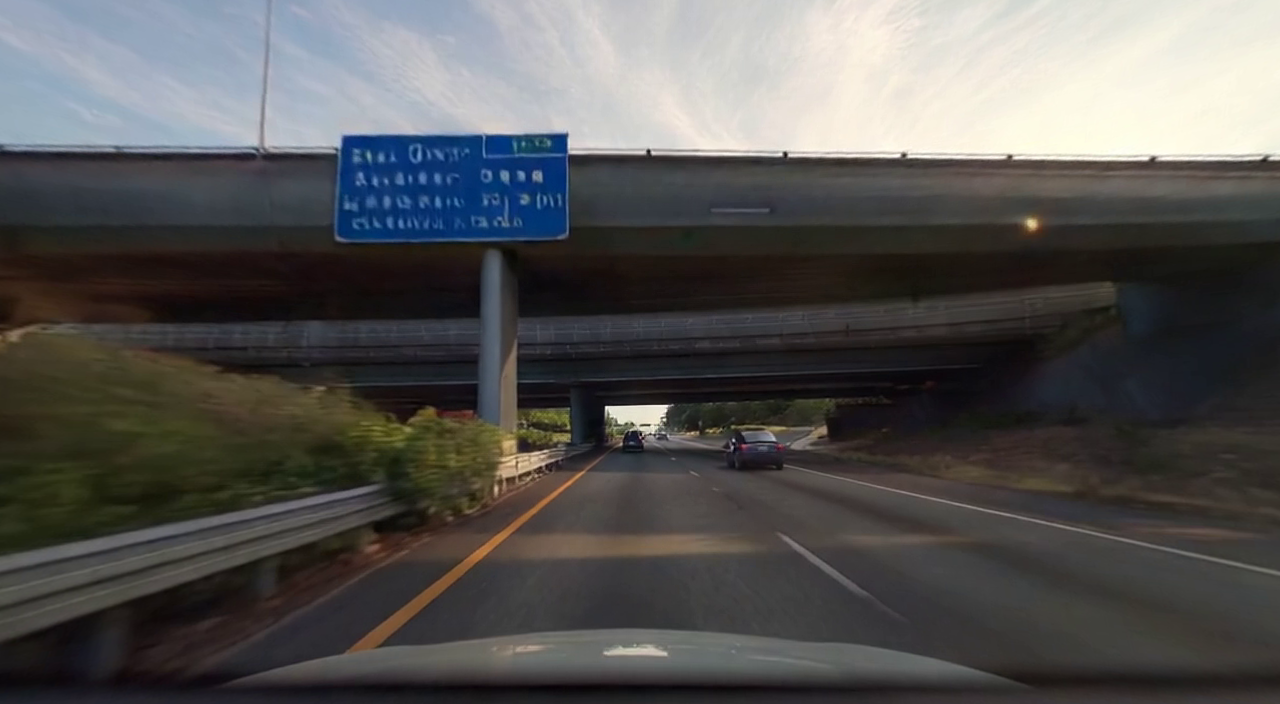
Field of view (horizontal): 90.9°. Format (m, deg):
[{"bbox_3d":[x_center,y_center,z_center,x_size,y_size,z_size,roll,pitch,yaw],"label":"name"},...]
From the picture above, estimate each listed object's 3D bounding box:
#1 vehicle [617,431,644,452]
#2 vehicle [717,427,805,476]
[{"bbox_3d":[-0.731,6.926,48.885,1.998,1.492,3.878,0,-8,0],"label":"vehicle"},{"bbox_3d":[4.037,3.384,21.758,2.010,1.526,4.438,0,-8,-2],"label":"vehicle"}]
